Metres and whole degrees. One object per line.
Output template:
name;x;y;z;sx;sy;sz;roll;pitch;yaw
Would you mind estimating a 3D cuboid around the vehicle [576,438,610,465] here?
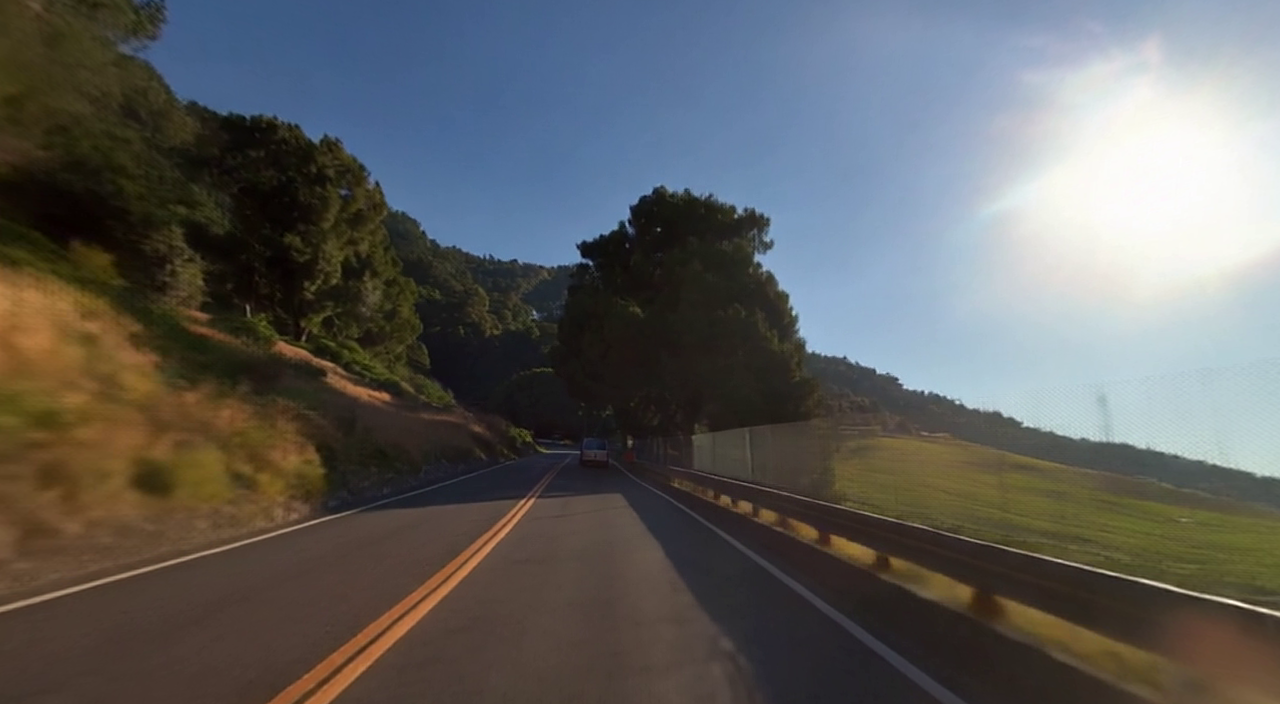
vehicle;-3.614;7.558;48.067;2.439;1.912;5.605;1;-9;-6
